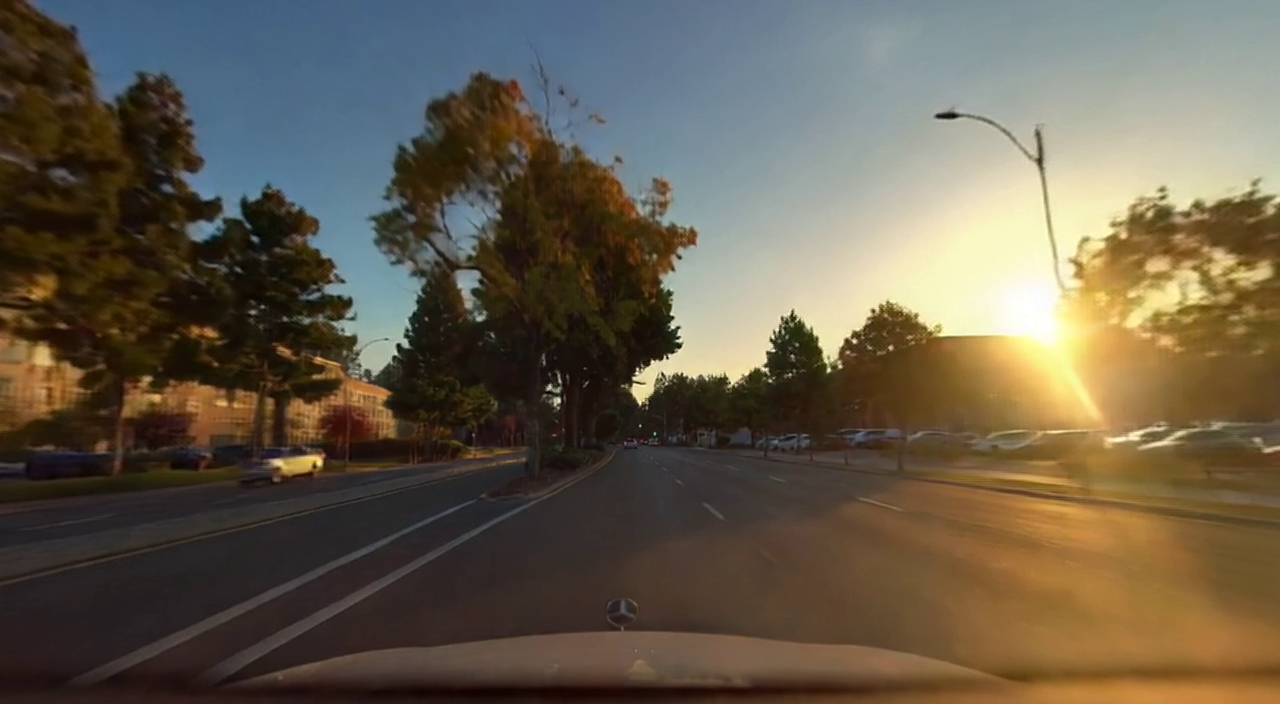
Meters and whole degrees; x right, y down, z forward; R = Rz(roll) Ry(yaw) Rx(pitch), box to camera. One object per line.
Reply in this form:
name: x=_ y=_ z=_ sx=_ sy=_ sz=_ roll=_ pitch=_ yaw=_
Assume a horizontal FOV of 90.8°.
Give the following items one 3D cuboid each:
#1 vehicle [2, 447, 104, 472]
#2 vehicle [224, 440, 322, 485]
vehicle: x=-39.377 y=7.186 z=42.431 sx=4.819 sy=1.509 sz=1.921 roll=-1 pitch=-8 yaw=-2
vehicle: x=-18.477 y=5.539 z=32.142 sx=2.178 sy=1.947 sz=5.078 roll=-3 pitch=-8 yaw=-3
